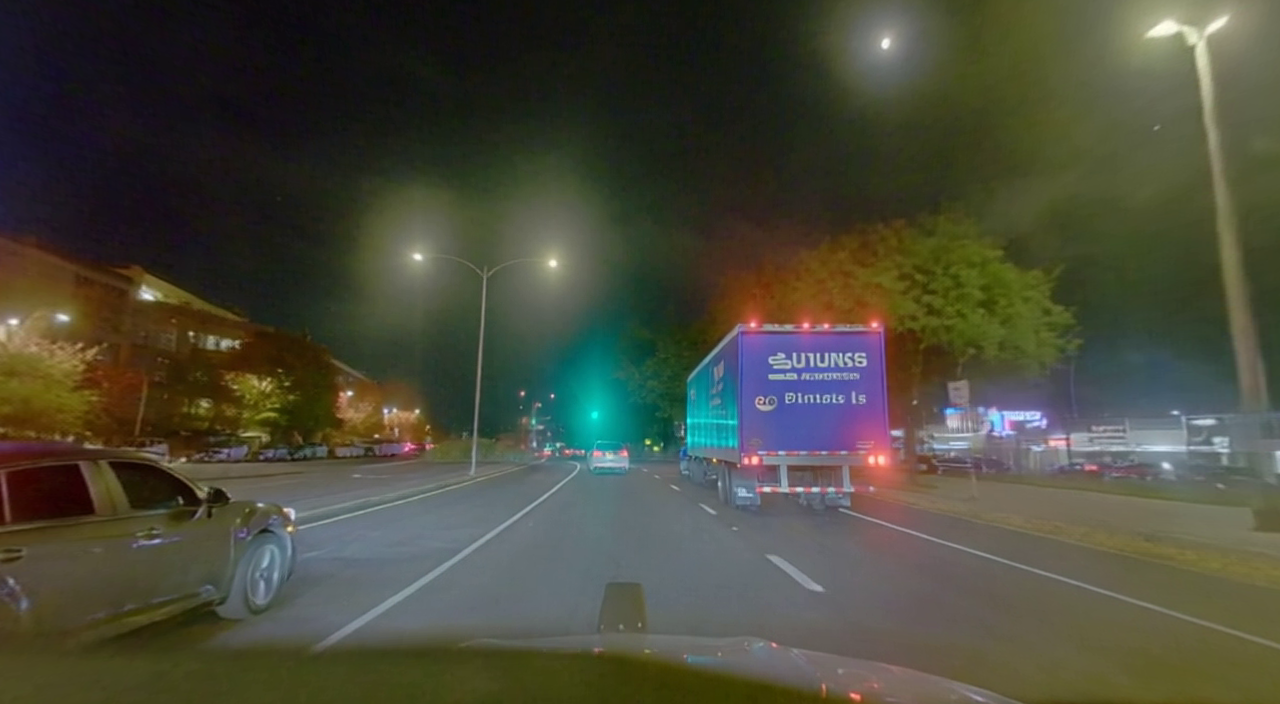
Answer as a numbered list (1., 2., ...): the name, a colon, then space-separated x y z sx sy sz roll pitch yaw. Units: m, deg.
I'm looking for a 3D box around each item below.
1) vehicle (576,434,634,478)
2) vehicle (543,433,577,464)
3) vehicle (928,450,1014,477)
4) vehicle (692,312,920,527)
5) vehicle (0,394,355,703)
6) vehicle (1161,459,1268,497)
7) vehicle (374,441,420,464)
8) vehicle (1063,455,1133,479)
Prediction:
1. vehicle: -1.608 4.659 28.338 2.388 1.811 4.455 1 -9 -4
2. vehicle: -5.939 7.268 47.389 2.269 2.181 5.787 1 -9 -5
3. vehicle: 20.046 6.711 38.012 4.684 1.477 2.079 4 -9 -23
4. vehicle: 3.141 1.735 14.892 2.905 3.644 8.441 0 -9 -1
5. vehicle: -3.577 1.081 3.535 1.828 1.515 4.422 0 -9 0
6. vehicle: 25.633 5.559 27.977 4.391 1.492 1.972 4 -10 -27
7. vehicle: -17.829 7.378 46.272 1.970 1.644 4.241 1 -9 -4
8. vehicle: 34.161 8.530 46.797 4.494 1.612 2.043 3 -9 -22
